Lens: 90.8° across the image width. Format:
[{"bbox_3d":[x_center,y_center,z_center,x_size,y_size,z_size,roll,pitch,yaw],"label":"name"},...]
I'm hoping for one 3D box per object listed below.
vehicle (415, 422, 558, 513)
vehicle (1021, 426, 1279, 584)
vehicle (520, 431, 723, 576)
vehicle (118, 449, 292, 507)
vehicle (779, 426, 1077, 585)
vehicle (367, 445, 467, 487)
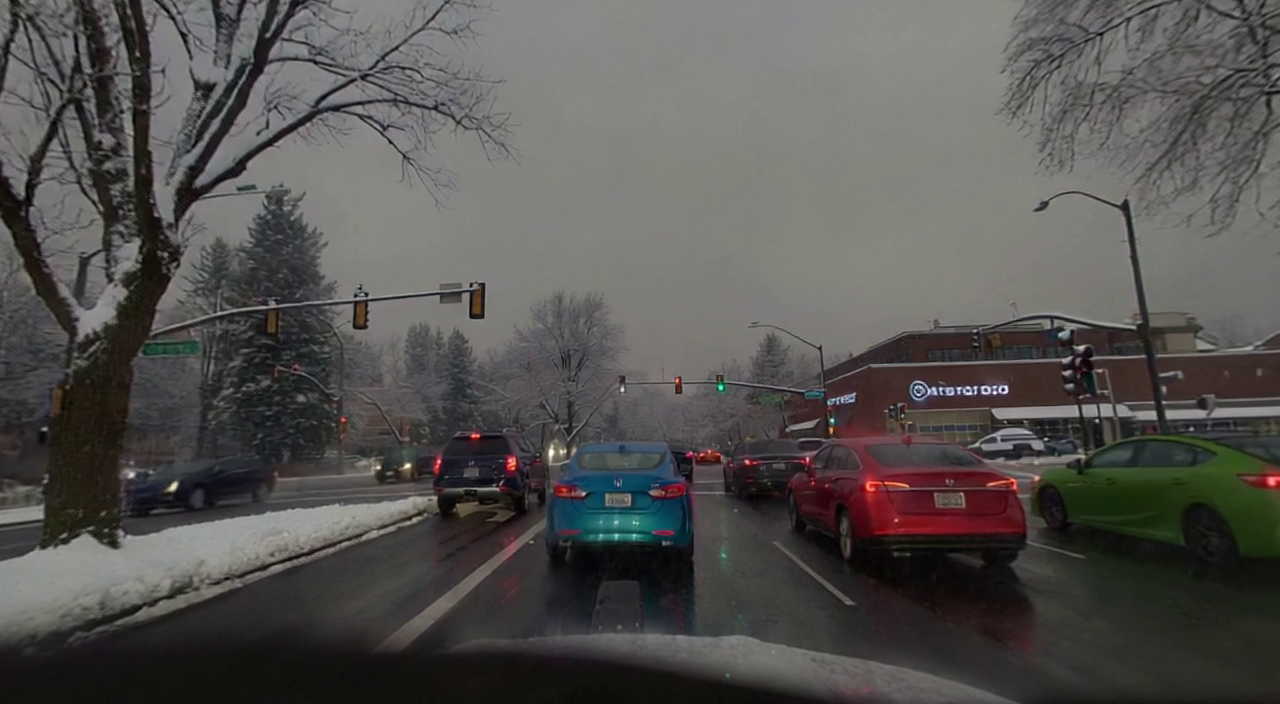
[{"bbox_3d":[-3.449,2.722,15.424,2.160,1.823,5.115,0,-8,1],"label":"vehicle"},{"bbox_3d":[7.189,1.737,7.860,2.004,1.508,4.646,0,-8,0],"label":"vehicle"},{"bbox_3d":[-0.166,1.864,8.566,2.098,1.477,3.897,0,-8,1],"label":"vehicle"},{"bbox_3d":[-12.528,3.609,18.644,1.872,1.463,4.455,0,-8,2],"label":"vehicle"},{"bbox_3d":[3.237,1.791,8.230,2.020,1.513,4.120,0,-8,2],"label":"vehicle"},{"bbox_3d":[-8.335,4.286,24.116,2.045,1.438,4.480,0,-8,2],"label":"vehicle"}]
